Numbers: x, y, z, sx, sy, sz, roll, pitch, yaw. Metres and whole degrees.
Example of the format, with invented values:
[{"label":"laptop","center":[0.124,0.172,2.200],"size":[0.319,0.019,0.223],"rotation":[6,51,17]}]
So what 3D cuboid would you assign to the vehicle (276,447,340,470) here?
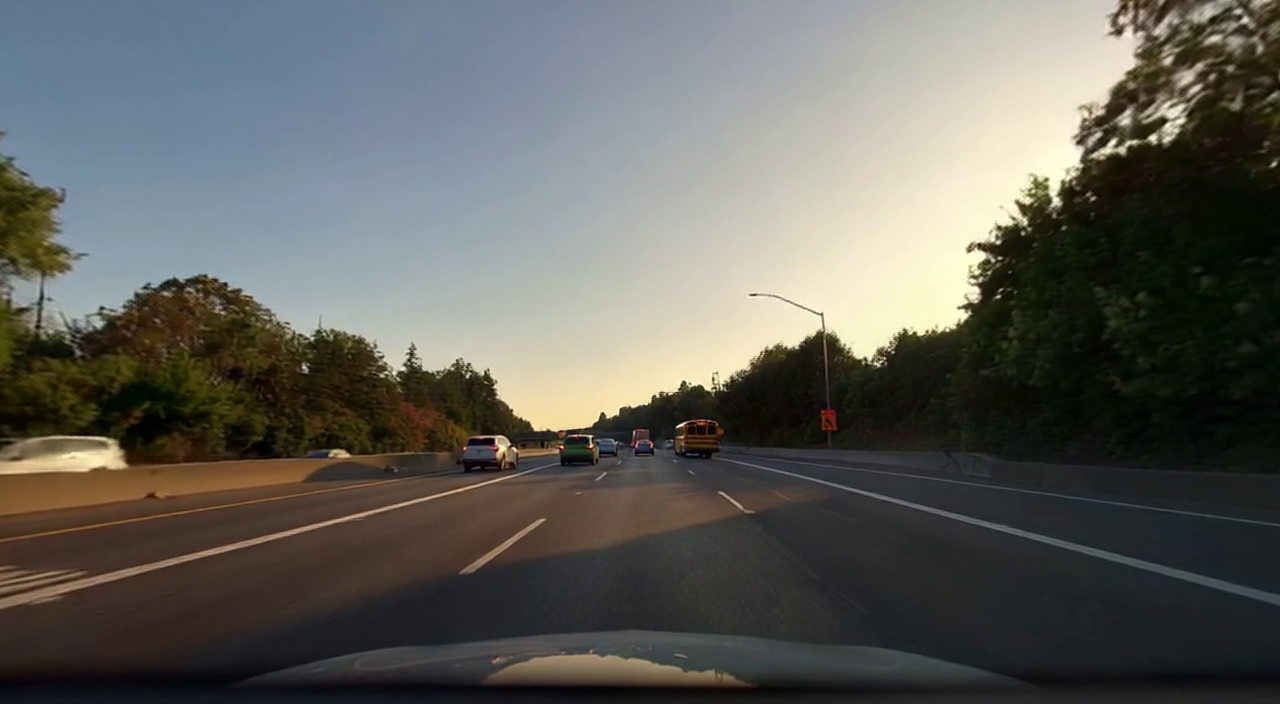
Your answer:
[{"label":"vehicle","center":[-22.437,7.182,42.791],"size":[1.812,1.478,4.667],"rotation":[0,-8,0]}]

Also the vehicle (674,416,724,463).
[{"label":"vehicle","center":[3.758,5.835,41.779],"size":[2.573,2.828,6.754],"rotation":[0,-8,0]}]

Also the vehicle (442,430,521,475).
[{"label":"vehicle","center":[-7.126,4.590,28.966],"size":[2.217,1.870,5.075],"rotation":[0,-8,1]}]

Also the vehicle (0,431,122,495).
[{"label":"vehicle","center":[-18.890,3.256,18.676],"size":[2.484,1.728,5.420],"rotation":[0,-8,-1]}]

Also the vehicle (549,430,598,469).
[{"label":"vehicle","center":[-3.396,5.099,33.037],"size":[2.016,1.898,4.458],"rotation":[0,-8,1]}]
